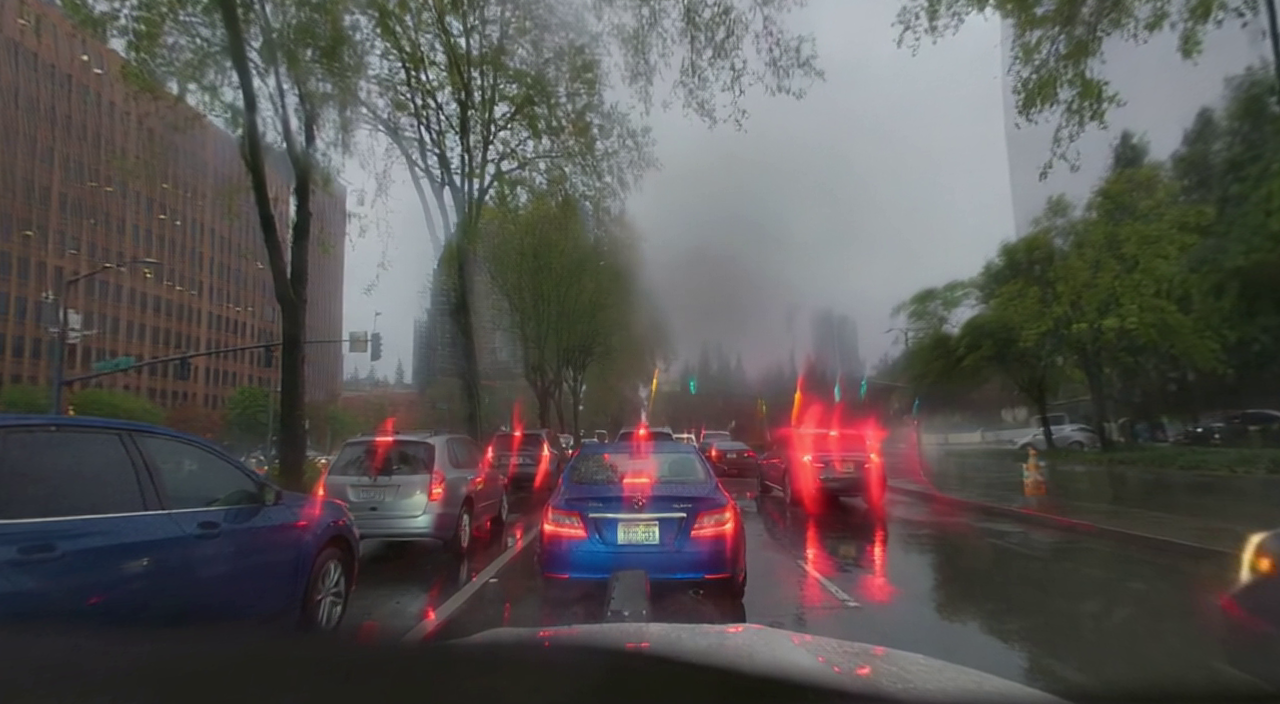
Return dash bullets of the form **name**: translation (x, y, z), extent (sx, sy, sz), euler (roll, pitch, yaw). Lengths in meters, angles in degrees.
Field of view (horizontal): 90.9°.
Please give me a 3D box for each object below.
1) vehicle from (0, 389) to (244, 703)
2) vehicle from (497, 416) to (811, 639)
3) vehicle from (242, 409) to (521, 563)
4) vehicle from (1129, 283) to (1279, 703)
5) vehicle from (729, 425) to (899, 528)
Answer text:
- **vehicle**: translation (-3.394, 0.746, 1.229), extent (2.144, 1.505, 4.635), euler (-1, -9, 1)
- **vehicle**: translation (0.089, 1.502, 6.372), extent (2.147, 1.507, 3.953), euler (0, -8, 0)
- **vehicle**: translation (-3.371, 1.864, 9.487), extent (2.168, 1.719, 4.561), euler (-1, -9, 1)
- **vehicle**: translation (3.060, 0.432, 0.302), extent (2.108, 1.785, 4.334), euler (0, -9, 0)
- **vehicle**: translation (3.157, 2.356, 12.501), extent (2.110, 1.661, 4.295), euler (0, -9, 0)
